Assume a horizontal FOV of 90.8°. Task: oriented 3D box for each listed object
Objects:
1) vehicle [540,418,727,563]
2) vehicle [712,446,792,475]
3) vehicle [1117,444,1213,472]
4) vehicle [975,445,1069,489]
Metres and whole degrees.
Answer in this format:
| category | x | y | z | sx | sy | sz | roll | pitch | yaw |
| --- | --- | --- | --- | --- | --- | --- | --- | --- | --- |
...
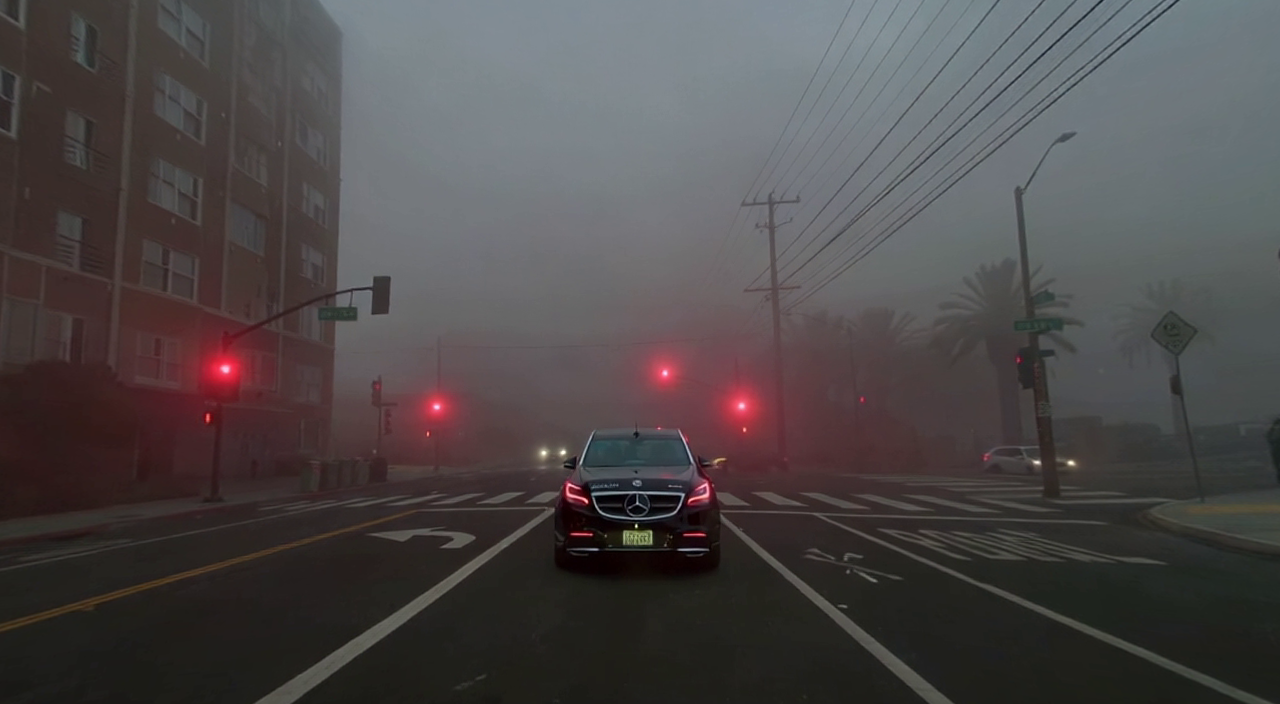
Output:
| category | x | y | z | sx | sy | sz | roll | pitch | yaw |
| --- | --- | --- | --- | --- | --- | --- | --- | --- | --- |
| vehicle | -0.084 | 1.878 | 9.224 | 2.144 | 1.643 | 3.770 | 0 | -8 | 0 |
| vehicle | 6.952 | 6.728 | 39.439 | 4.494 | 1.704 | 1.976 | -7 | -11 | 39 |
| vehicle | 32.152 | 6.470 | 38.773 | 4.234 | 1.613 | 1.812 | 0 | -8 | -1 |
| vehicle | 15.300 | 4.512 | 25.215 | 4.118 | 1.593 | 2.004 | 7 | -11 | -42 |
